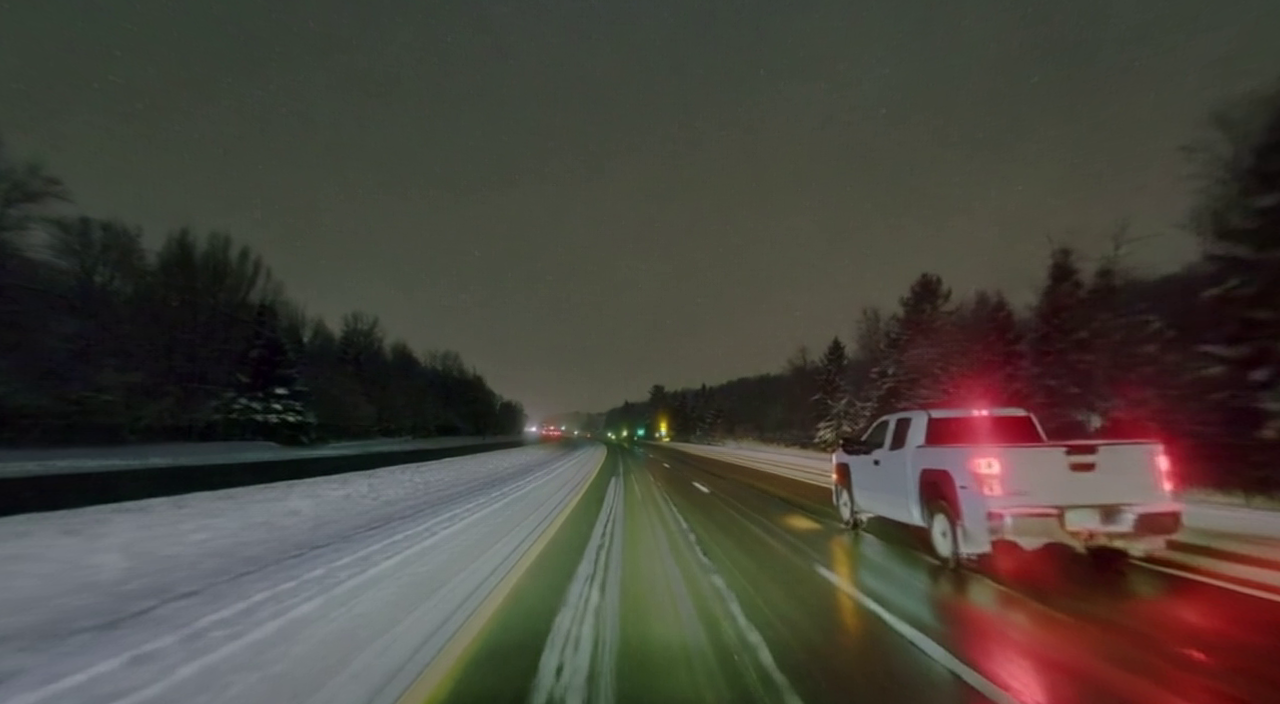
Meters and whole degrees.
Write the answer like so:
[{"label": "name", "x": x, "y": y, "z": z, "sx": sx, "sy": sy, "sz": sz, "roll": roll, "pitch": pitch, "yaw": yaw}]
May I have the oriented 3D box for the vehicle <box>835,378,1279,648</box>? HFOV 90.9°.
[{"label": "vehicle", "x": 3.553, "y": 1.266, "z": 6.034, "sx": 1.941, "sy": 1.655, "sz": 4.137, "roll": 0, "pitch": -8, "yaw": -1}]
